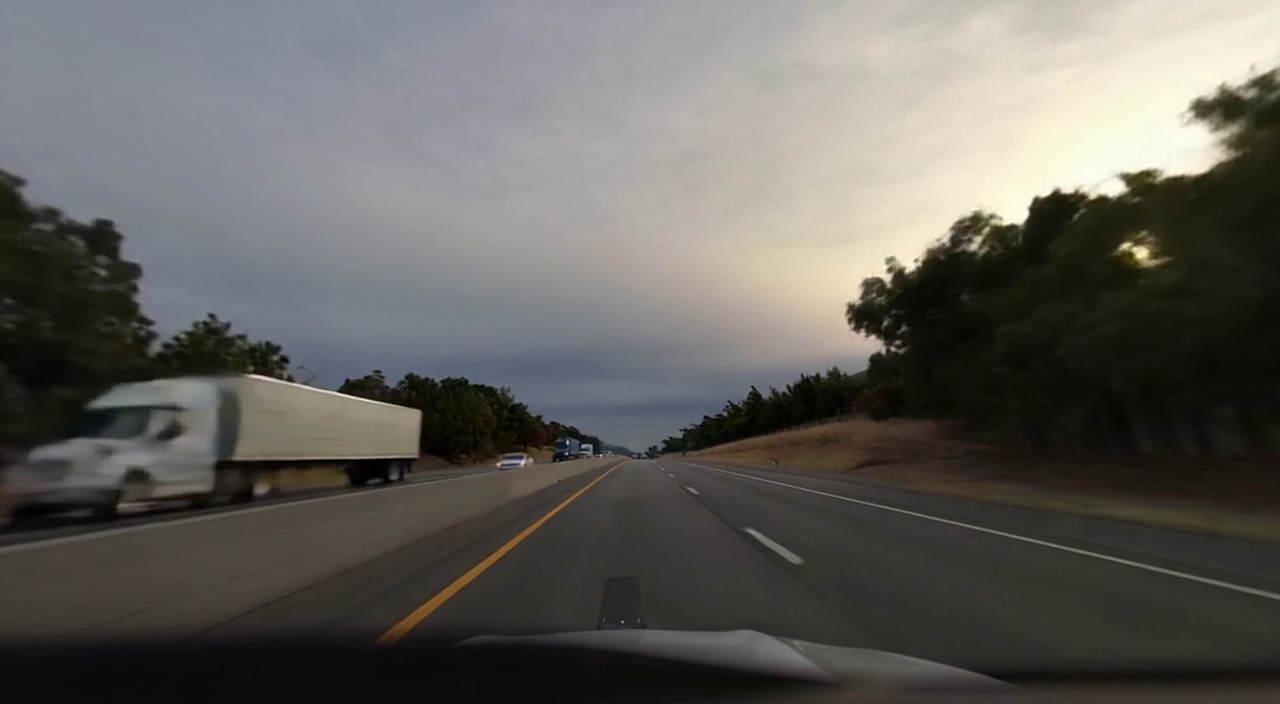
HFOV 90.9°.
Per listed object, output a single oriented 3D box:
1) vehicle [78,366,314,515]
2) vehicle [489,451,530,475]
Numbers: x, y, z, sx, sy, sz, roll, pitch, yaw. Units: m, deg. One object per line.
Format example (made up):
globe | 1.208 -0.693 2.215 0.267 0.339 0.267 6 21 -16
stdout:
vehicle | -13.506 2.810 20.002 3.012 3.998 5.861 0 -9 0
vehicle | -8.698 7.414 42.194 1.872 1.517 3.967 0 -9 0
